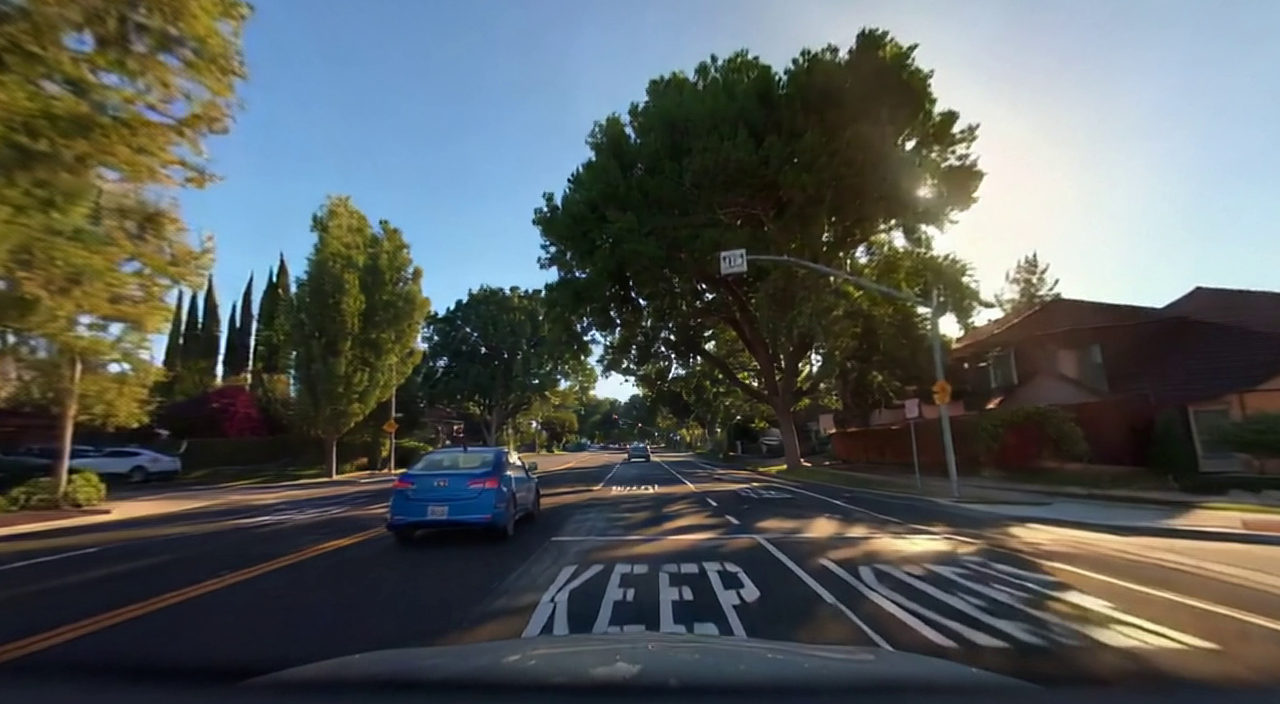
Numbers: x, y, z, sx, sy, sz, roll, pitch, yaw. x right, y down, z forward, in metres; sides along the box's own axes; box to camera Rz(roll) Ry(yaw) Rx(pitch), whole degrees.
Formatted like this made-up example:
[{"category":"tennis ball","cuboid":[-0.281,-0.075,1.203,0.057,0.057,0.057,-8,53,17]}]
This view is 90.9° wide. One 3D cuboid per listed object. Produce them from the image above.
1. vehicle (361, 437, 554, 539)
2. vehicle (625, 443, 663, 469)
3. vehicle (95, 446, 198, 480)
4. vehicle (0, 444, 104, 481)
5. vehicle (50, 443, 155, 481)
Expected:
[{"category":"vehicle","cuboid":[-3.043,2.390,11.864,2.158,1.469,4.909,0,-8,0]},{"category":"vehicle","cuboid":[0.240,6.436,39.318,2.226,1.505,4.128,0,-8,0]},{"category":"vehicle","cuboid":[-23.821,5.359,30.626,1.894,1.508,3.783,0,-8,0]},{"category":"vehicle","cuboid":[-29.287,5.462,31.356,1.838,1.685,3.766,0,-8,0]},{"category":"vehicle","cuboid":[-26.367,5.366,31.082,1.919,1.701,3.695,0,-8,-2]}]
